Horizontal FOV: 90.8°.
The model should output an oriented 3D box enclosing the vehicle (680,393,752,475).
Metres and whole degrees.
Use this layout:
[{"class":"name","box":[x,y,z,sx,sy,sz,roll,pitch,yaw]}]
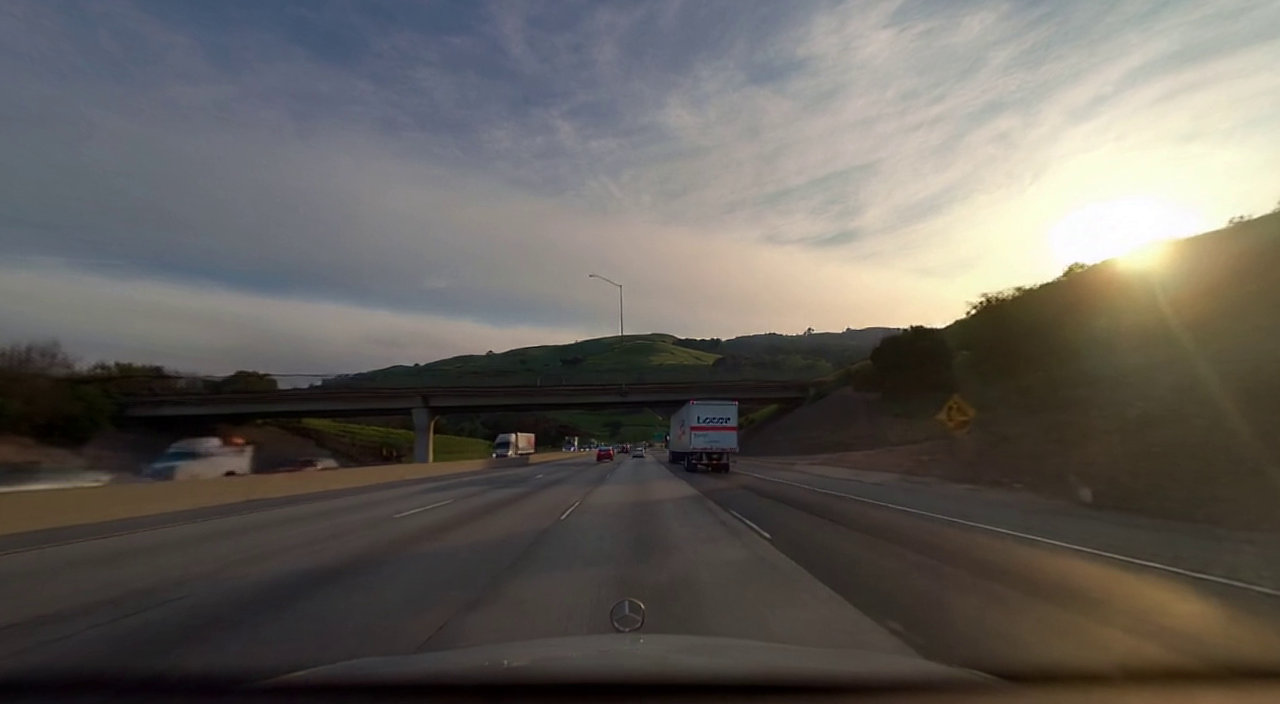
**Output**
[{"class":"vehicle","box":[3.969,4.643,35.068,2.885,3.992,8.526,0,-9,0]}]
